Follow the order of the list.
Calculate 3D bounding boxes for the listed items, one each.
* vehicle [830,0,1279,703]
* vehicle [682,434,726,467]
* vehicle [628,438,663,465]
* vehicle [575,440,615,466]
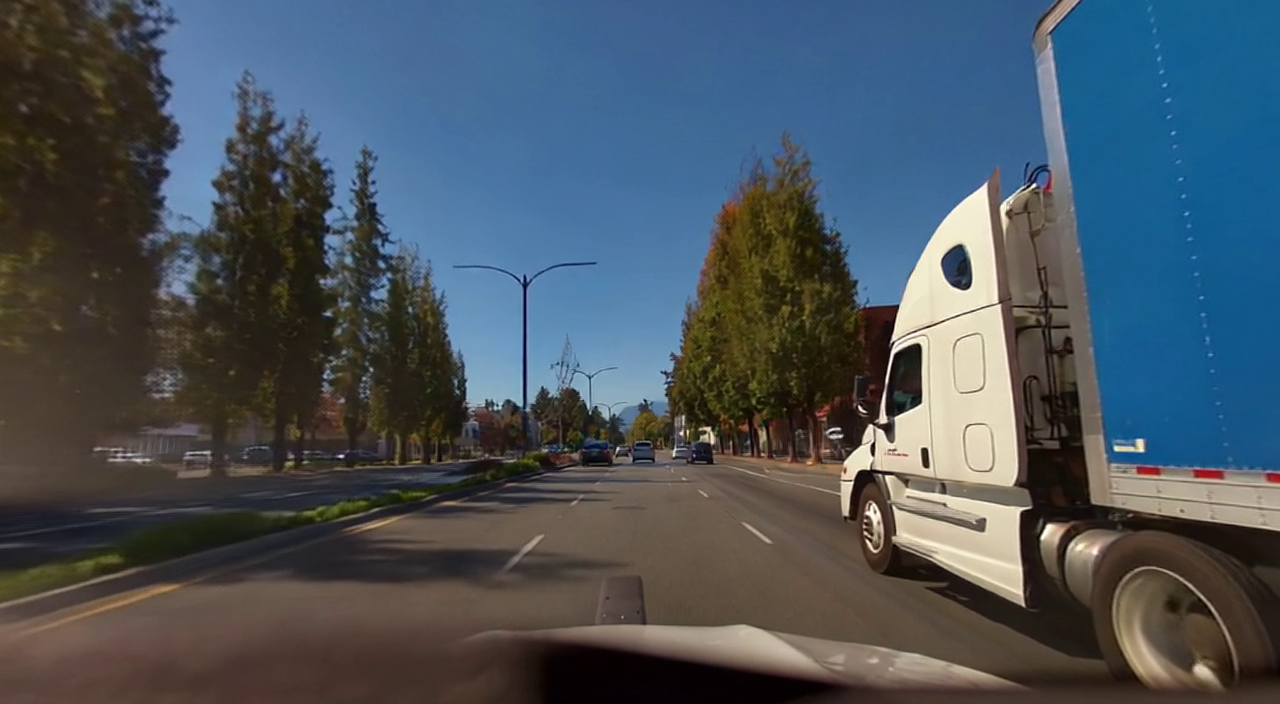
[{"bbox_3d":[3.651,-0.198,3.017,3.006,3.679,8.506,0,-8,2],"label":"vehicle"},{"bbox_3d":[3.908,6.125,39.337,2.196,1.908,4.412,0,-8,-1],"label":"vehicle"},{"bbox_3d":[0.362,6.755,42.873,2.276,1.704,3.925,0,-8,1],"label":"vehicle"},{"bbox_3d":[-2.893,6.606,41.376,2.211,1.537,4.666,0,-8,1],"label":"vehicle"}]
